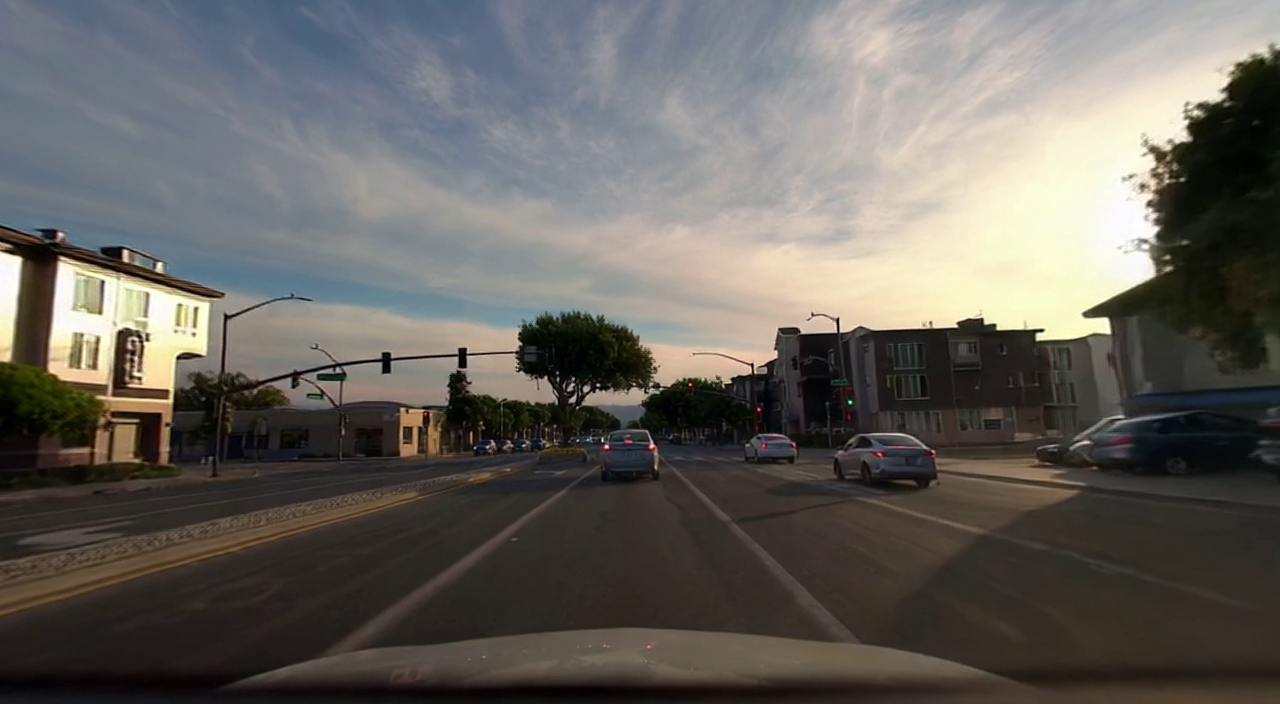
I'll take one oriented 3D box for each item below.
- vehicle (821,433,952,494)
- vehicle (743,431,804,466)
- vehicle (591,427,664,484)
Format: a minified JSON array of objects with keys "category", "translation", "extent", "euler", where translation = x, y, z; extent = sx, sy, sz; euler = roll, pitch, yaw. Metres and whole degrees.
[{"category":"vehicle","translation":[6.405,2.924,16.968],"extent":[1.768,1.417,4.213],"euler":[0,-8,0]},{"category":"vehicle","translation":[6.441,4.725,31.000],"extent":[1.963,1.611,4.359],"euler":[0,-8,-1]},{"category":"vehicle","translation":[-0.356,3.215,19.780],"extent":[2.032,1.593,3.896],"euler":[0,-8,0]}]
